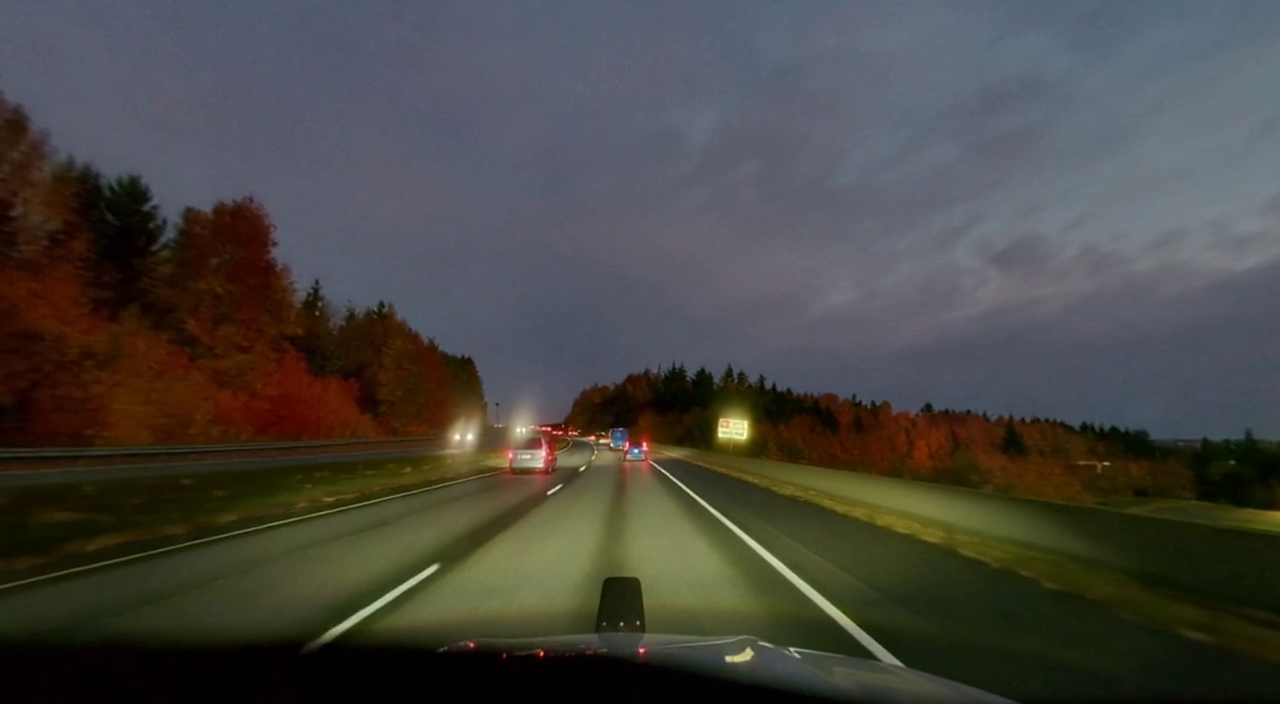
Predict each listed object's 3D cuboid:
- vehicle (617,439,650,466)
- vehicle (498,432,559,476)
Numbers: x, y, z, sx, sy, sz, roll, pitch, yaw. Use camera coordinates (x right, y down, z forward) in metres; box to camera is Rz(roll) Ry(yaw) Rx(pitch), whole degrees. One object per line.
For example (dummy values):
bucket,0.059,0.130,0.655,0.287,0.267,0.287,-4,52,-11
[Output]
vehicle,-0.433,6.045,38.018,1.939,1.497,3.863,0,-8,-2
vehicle,-4.753,4.405,27.423,1.924,1.720,4.195,0,-8,-1
